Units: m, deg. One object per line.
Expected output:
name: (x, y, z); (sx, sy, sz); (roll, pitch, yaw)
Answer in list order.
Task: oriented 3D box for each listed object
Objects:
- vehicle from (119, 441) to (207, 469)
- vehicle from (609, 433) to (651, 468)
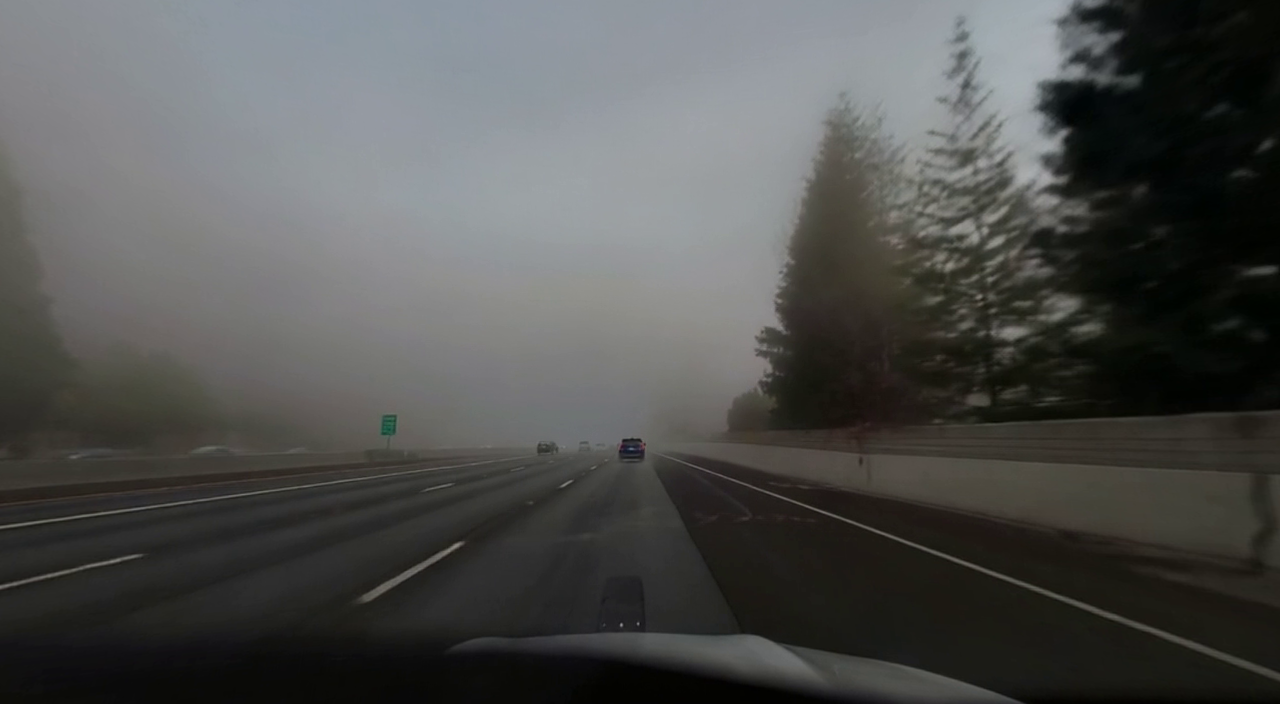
vehicle: (-29.138, 6.294, 38.635); (1.853, 1.591, 4.467); (0, -8, 0)
vehicle: (-0.495, 5.242, 33.688); (2.141, 1.706, 4.065); (0, -8, 0)
